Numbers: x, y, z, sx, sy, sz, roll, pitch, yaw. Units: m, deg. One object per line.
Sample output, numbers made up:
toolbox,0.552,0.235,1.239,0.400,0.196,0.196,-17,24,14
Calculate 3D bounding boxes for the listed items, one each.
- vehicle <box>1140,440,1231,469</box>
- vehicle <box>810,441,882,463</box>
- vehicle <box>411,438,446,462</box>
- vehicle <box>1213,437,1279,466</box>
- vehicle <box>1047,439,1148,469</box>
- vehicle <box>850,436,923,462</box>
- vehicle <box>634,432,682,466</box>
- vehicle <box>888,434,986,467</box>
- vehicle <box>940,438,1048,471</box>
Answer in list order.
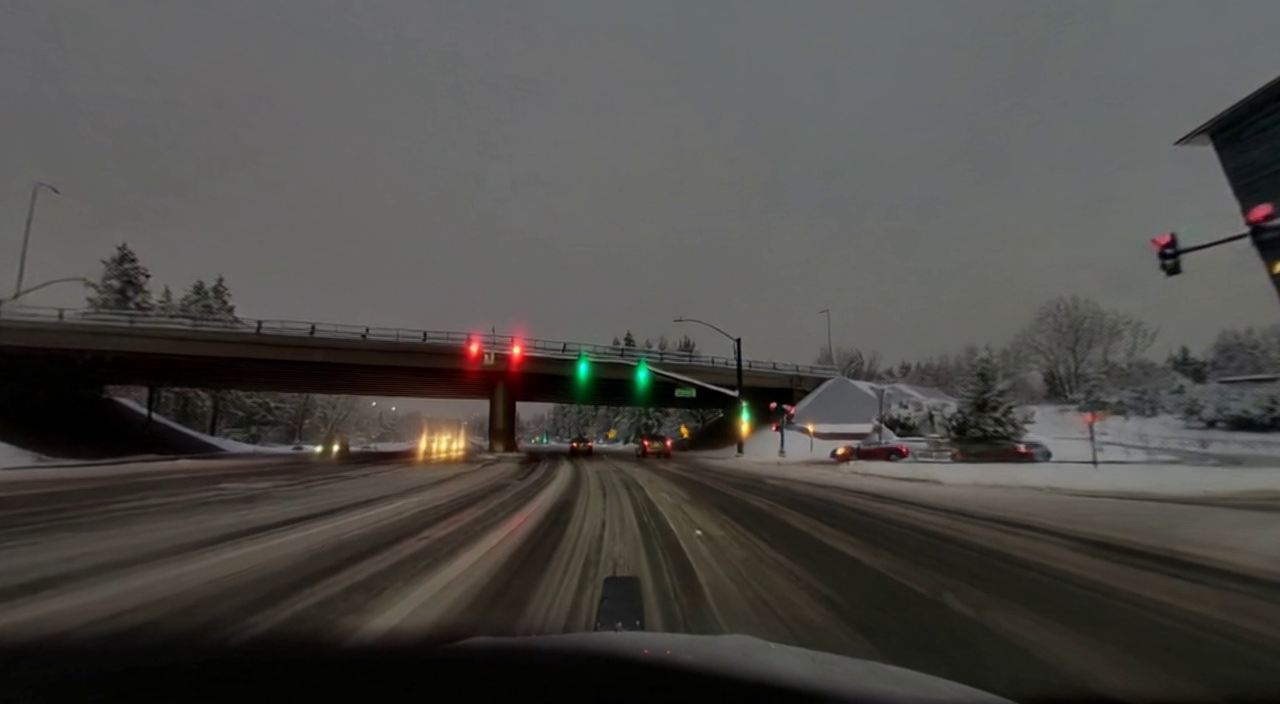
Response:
vehicle,30.331,5.665,35.126,4.427,1.475,1.897,3,-9,-22
vehicle,14.250,6.897,43.739,4.490,1.430,1.996,3,-9,-22
vehicle,-16.320,7.545,48.833,1.989,1.619,4.612,1,-7,-12
vehicle,36.999,5.938,37.871,4.589,1.634,1.883,3,-9,-21
vehicle,23.733,5.245,32.792,4.570,1.455,1.976,3,-9,-22
vehicle,15.629,6.138,40.053,4.154,1.603,1.834,3,-9,-22
vehicle,0.896,5.252,34.362,2.024,1.724,3.928,1,-8,-7
vehicle,15.776,5.203,33.578,4.501,1.631,2.165,3,-9,-22
vehicle,16.561,4.774,29.582,4.538,1.417,1.948,3,-9,-23
